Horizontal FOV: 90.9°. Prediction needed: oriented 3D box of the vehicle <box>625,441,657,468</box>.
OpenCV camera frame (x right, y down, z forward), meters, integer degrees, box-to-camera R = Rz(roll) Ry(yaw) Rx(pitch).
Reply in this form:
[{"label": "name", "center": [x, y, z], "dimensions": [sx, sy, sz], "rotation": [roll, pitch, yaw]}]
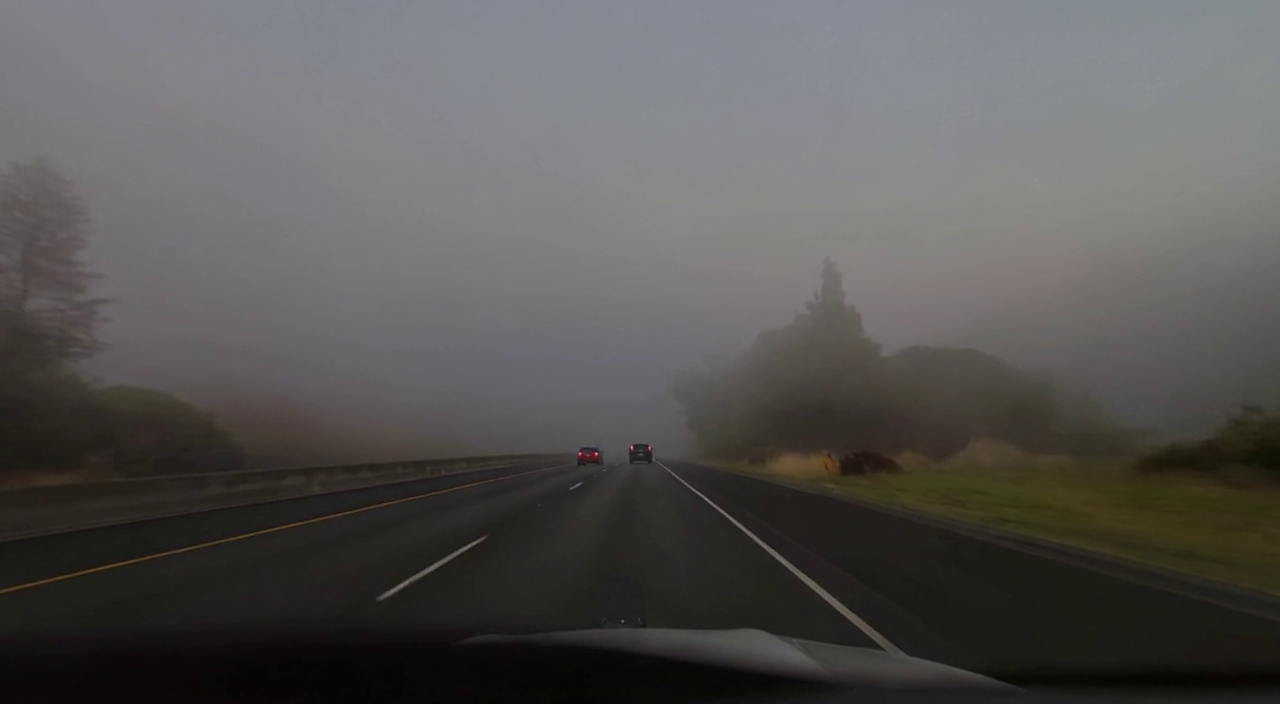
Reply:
[{"label": "vehicle", "center": [0.051, 7.024, 43.193], "dimensions": [2.126, 1.786, 3.958], "rotation": [0, -9, 0]}]
